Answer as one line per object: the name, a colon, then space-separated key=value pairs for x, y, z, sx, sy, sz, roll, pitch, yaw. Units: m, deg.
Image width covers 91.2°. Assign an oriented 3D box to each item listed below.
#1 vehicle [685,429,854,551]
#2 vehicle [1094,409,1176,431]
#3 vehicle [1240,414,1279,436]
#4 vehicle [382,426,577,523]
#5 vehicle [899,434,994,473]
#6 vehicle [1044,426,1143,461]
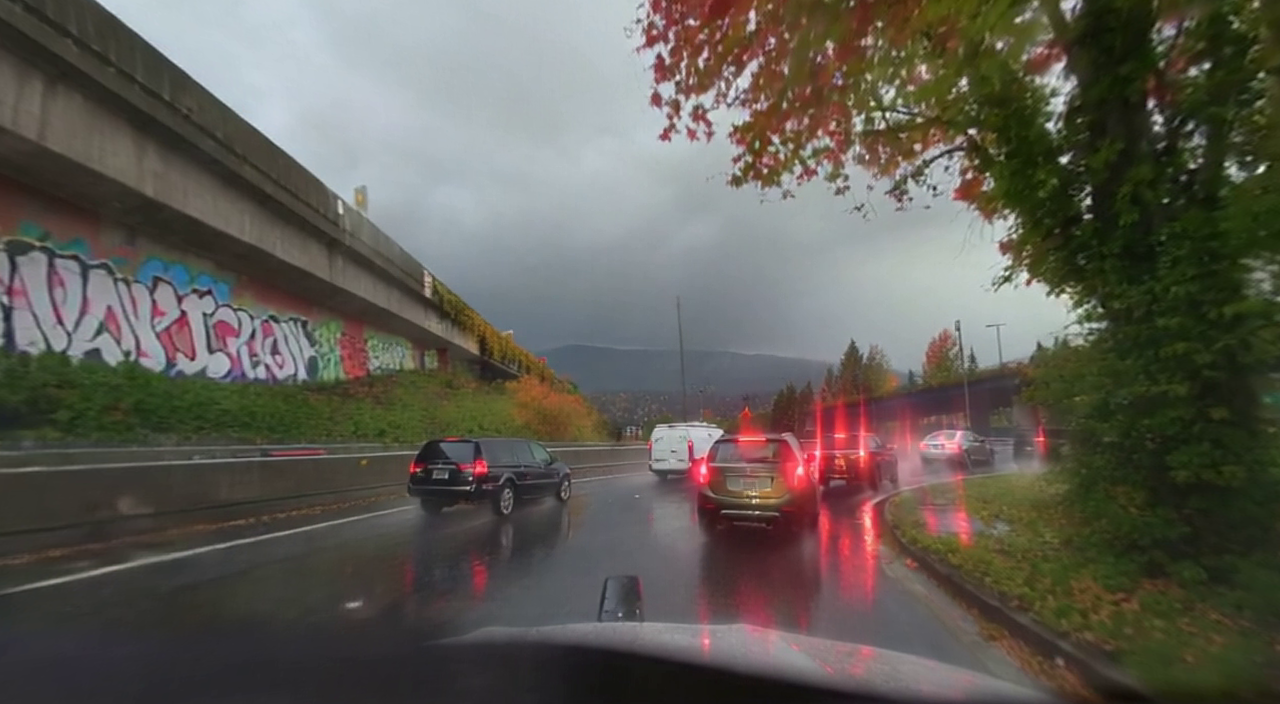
vehicle: x=2.243 y=2.073 z=10.037 sx=2.064 sy=1.515 sz=3.722 roll=-4 pitch=-9 yaw=20
vehicle: x=36.833 y=5.112 z=46.721 sx=1.835 sy=1.520 sz=4.294 roll=4 pitch=-10 yaw=-27
vehicle: x=49.540 y=5.643 z=48.527 sx=1.784 sy=1.576 sz=4.027 roll=6 pitch=-11 yaw=-35
vehicle: x=-2.874 y=2.320 z=12.339 sx=1.921 sy=1.554 sz=4.081 roll=-3 pitch=-9 yaw=15
vehicle: x=12.324 y=4.041 z=25.085 sx=3.902 sy=1.446 sz=1.780 roll=7 pitch=-11 yaw=-37
vehicle: x=20.899 y=4.235 z=28.868 sx=3.934 sy=1.485 sz=1.763 roll=4 pitch=-10 yaw=-22
